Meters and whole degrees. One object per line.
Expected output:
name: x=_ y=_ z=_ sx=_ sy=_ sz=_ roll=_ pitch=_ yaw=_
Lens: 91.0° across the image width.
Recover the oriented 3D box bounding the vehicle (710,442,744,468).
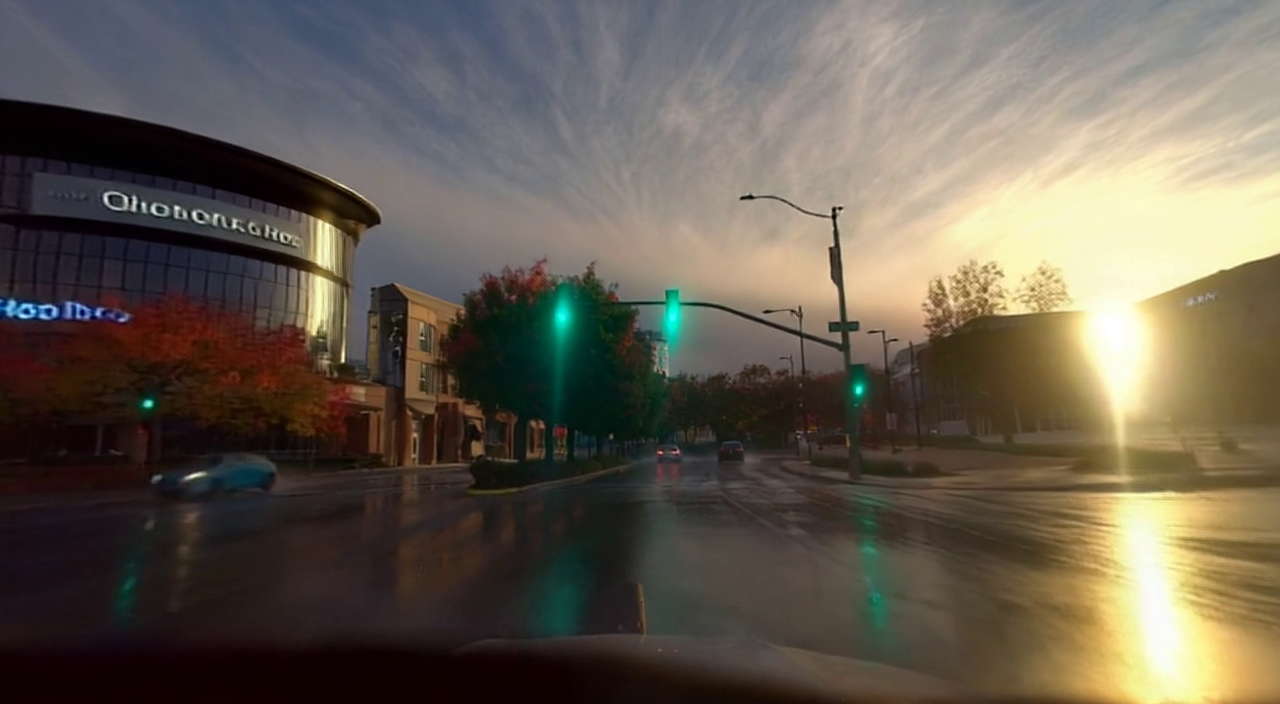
vehicle: x=6.245 y=7.416 z=45.566 sx=2.174 sy=1.749 sz=4.739 roll=0 pitch=-9 yaw=5

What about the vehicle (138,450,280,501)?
vehicle: x=-14.993 y=4.278 z=22.250 sx=1.904 sy=1.582 sz=4.111 roll=0 pitch=-9 yaw=3

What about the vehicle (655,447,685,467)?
vehicle: x=2.412 y=8.176 z=49.246 sx=2.014 sy=1.525 sz=4.197 roll=-1 pitch=-9 yaw=7
